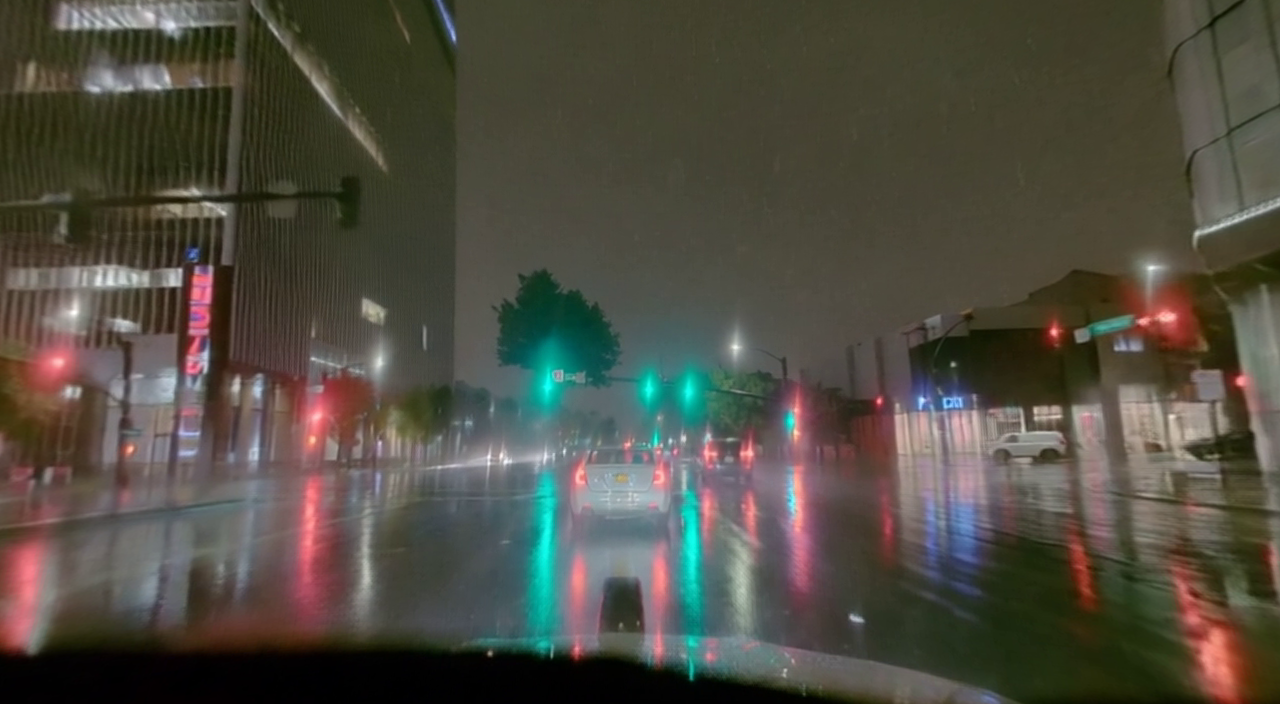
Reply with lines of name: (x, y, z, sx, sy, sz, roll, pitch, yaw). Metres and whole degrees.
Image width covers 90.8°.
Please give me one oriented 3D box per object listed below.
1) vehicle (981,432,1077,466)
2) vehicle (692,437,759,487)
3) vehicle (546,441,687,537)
vehicle: (24.070, 6.035, 39.230, 4.384, 2.000, 2.345, 1, -10, -4)
vehicle: (3.343, 4.358, 25.500, 2.078, 1.799, 4.089, 1, -8, -1)
vehicle: (-0.395, 2.379, 11.679, 2.144, 1.398, 3.963, 1, -8, -1)
